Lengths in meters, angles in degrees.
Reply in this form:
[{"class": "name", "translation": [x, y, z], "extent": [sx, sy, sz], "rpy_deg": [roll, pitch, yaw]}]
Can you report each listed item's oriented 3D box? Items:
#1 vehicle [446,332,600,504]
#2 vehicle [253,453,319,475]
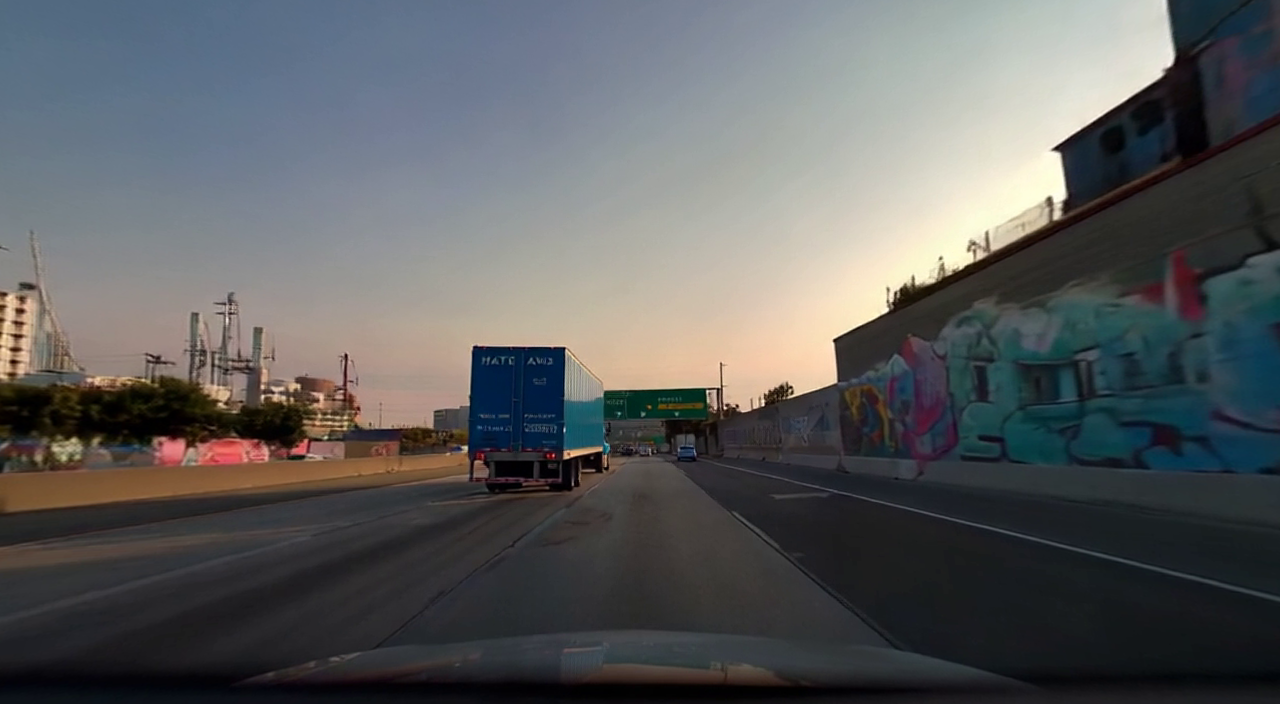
[{"class": "vehicle", "translation": [-3.047, 2.132, 19.453], "extent": [2.977, 4.048, 8.890], "rpy_deg": [-1, -8, 0]}, {"class": "vehicle", "translation": [-26.178, 8.260, 46.814], "extent": [2.145, 1.501, 4.503], "rpy_deg": [-1, -8, 3]}]
